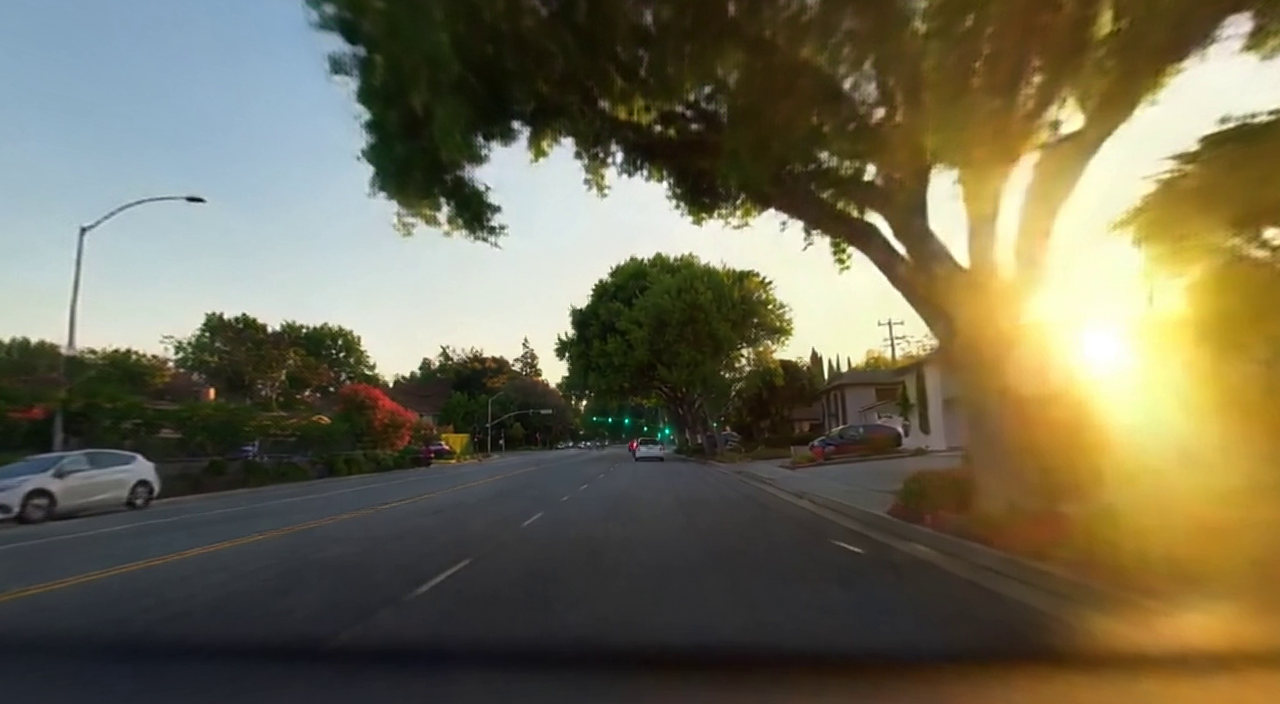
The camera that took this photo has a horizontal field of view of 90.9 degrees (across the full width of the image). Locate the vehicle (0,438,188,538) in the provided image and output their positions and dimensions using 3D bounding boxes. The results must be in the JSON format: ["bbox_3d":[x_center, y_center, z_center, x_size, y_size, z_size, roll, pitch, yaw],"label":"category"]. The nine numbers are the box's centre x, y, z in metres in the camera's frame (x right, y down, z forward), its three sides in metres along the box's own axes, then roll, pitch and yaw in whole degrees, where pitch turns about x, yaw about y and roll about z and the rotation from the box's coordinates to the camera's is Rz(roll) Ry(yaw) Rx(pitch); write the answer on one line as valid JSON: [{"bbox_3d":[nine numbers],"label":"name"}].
[{"bbox_3d":[-14.095,3.180,15.368,2.337,1.850,5.448,-4,-6,-2],"label":"vehicle"}]

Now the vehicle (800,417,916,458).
[{"bbox_3d":[10.442,4.142,30.455,4.746,1.485,1.916,-5,-8,0],"label":"vehicle"}]

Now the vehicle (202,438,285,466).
[{"bbox_3d":[-28.197,7.059,44.803,5.100,1.864,2.490,-4,-9,25],"label":"vehicle"}]

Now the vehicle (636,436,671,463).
[{"bbox_3d":[0.858,6.070,39.356,2.088,1.607,3.903,0,-8,2],"label":"vehicle"}]
